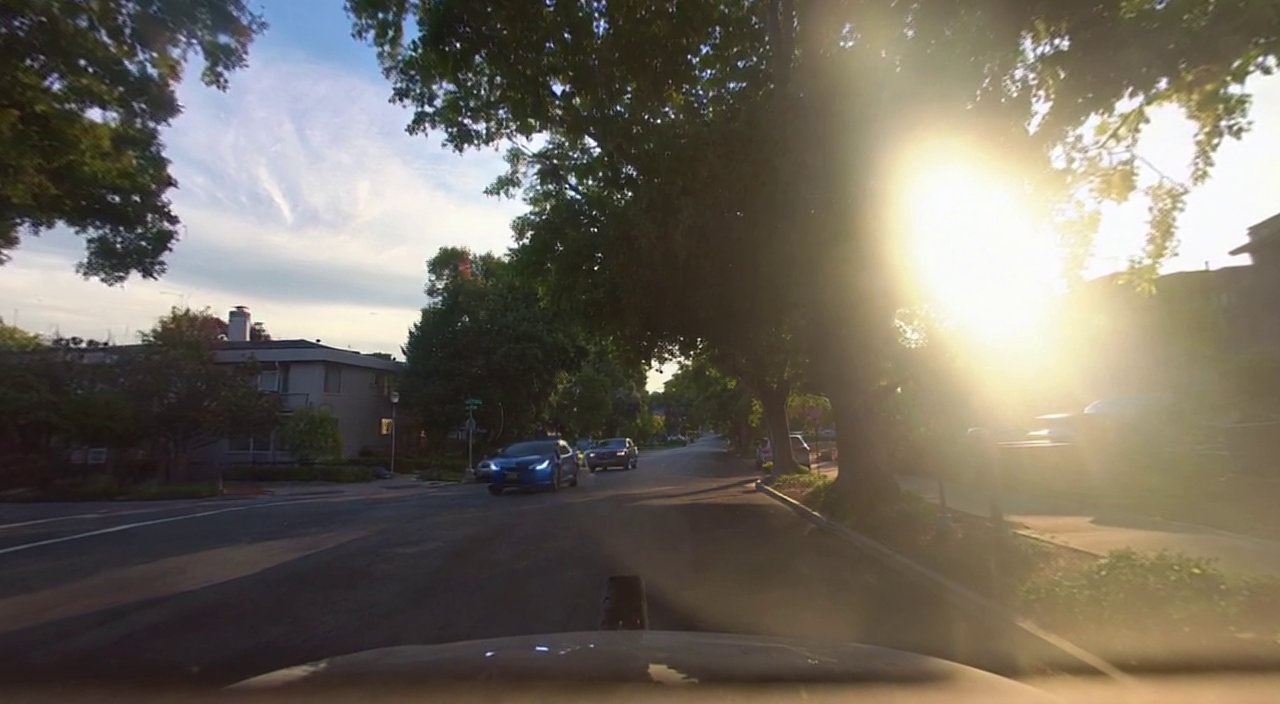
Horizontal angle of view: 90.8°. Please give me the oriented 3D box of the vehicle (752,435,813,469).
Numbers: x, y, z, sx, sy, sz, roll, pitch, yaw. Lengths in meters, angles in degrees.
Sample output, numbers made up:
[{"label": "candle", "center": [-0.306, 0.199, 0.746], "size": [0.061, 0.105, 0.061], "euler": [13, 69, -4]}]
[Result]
[{"label": "vehicle", "center": [6.663, 4.737, 30.037], "size": [1.918, 1.461, 4.419], "euler": [0, -8, 1]}]

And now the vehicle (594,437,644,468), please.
[{"label": "vehicle", "center": [-1.107, 5.658, 35.713], "size": [2.110, 1.651, 4.410], "euler": [-1, -9, 7]}]

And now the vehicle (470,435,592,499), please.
[{"label": "vehicle", "center": [-2.799, 3.101, 17.493], "size": [2.056, 1.508, 4.596], "euler": [-1, -9, 7]}]
